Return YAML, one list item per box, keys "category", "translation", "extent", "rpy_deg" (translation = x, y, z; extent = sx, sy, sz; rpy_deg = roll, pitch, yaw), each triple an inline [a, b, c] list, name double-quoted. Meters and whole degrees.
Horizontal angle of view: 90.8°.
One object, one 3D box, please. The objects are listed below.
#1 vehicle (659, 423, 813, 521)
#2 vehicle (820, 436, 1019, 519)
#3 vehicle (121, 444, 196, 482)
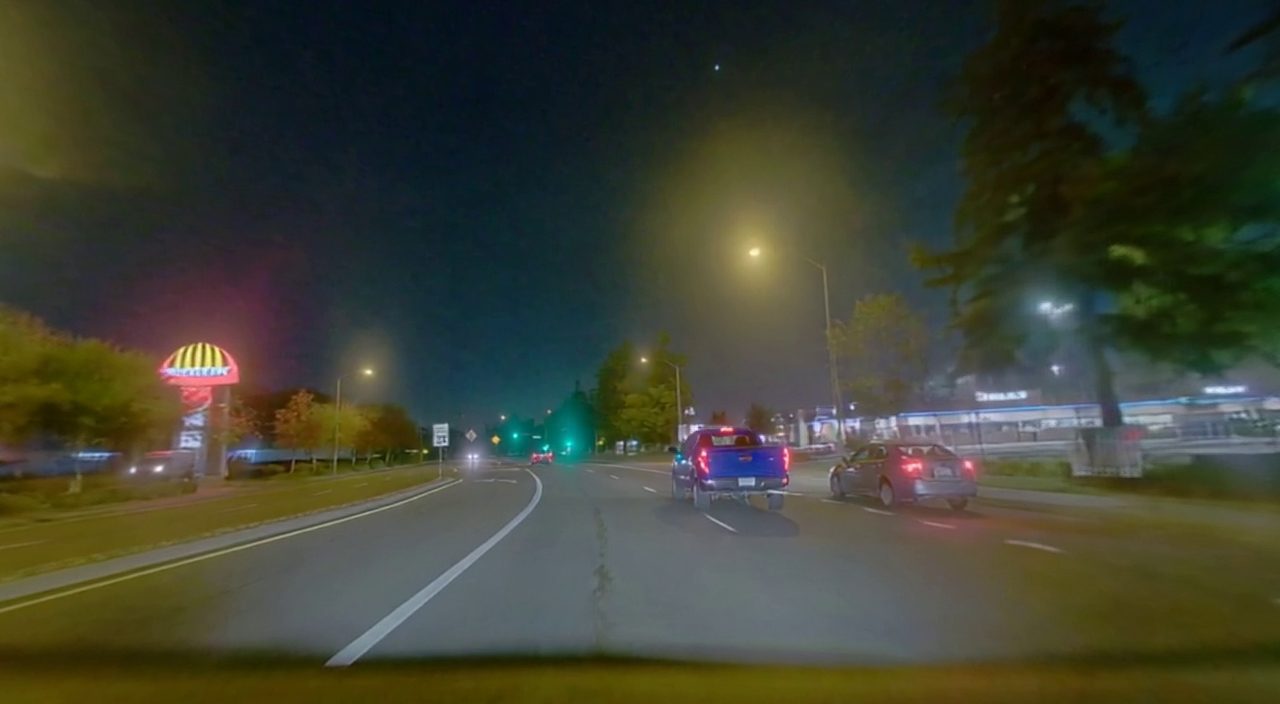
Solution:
- category: "vehicle"
  translation: [1.814, 2.529, 13.933]
  extent: [2.214, 1.749, 4.998]
  rpy_deg: [1, -9, -5]
- category: "vehicle"
  translation: [5.670, 2.577, 13.561]
  extent: [1.986, 1.480, 4.296]
  rpy_deg: [1, -9, -5]
- category: "vehicle"
  translation: [-36.295, 8.316, 47.872]
  extent: [2.217, 2.629, 5.839]
  rpy_deg: [2, -9, -14]
